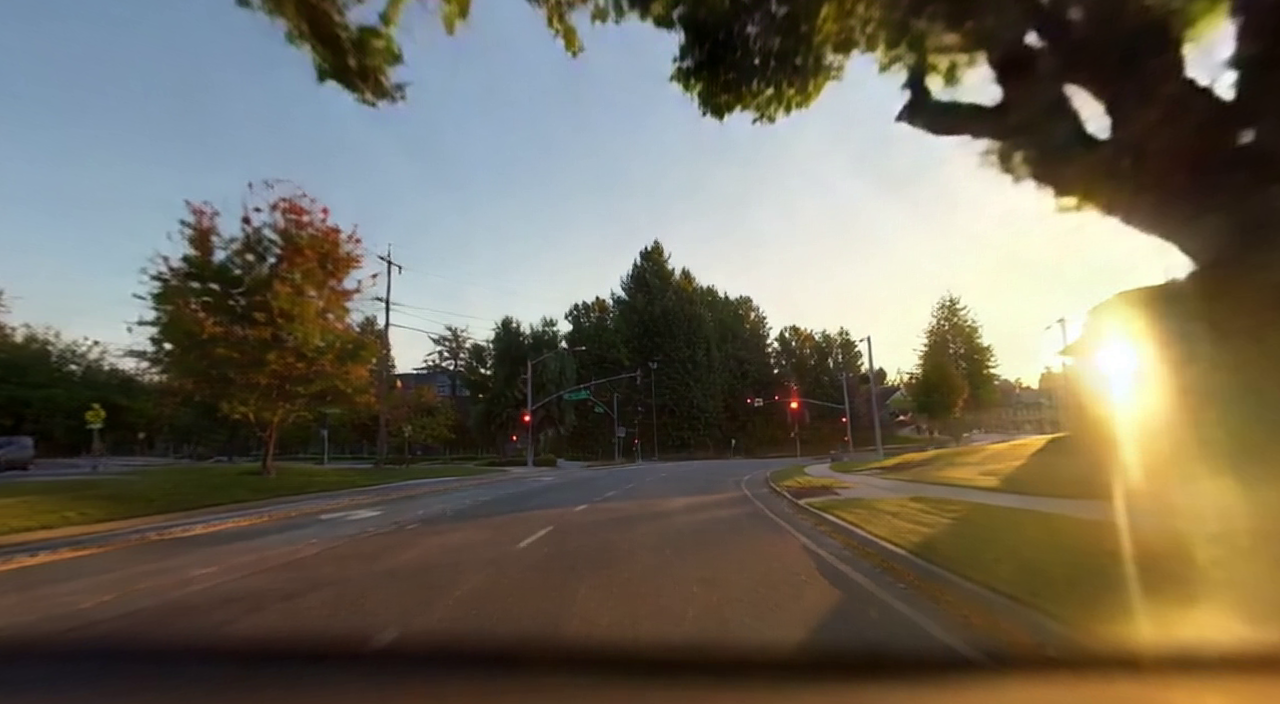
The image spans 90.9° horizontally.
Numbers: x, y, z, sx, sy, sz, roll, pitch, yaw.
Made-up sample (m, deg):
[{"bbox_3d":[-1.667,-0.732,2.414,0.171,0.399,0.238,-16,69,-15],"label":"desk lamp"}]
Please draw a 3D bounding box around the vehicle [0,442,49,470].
[{"bbox_3d":[-37.270,6.086,36.853,3.771,1.554,1.826,-1,-9,7],"label":"vehicle"}]

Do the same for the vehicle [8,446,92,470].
[{"bbox_3d":[-36.933,6.609,39.514,3.737,1.444,1.680,-1,-9,6],"label":"vehicle"}]
